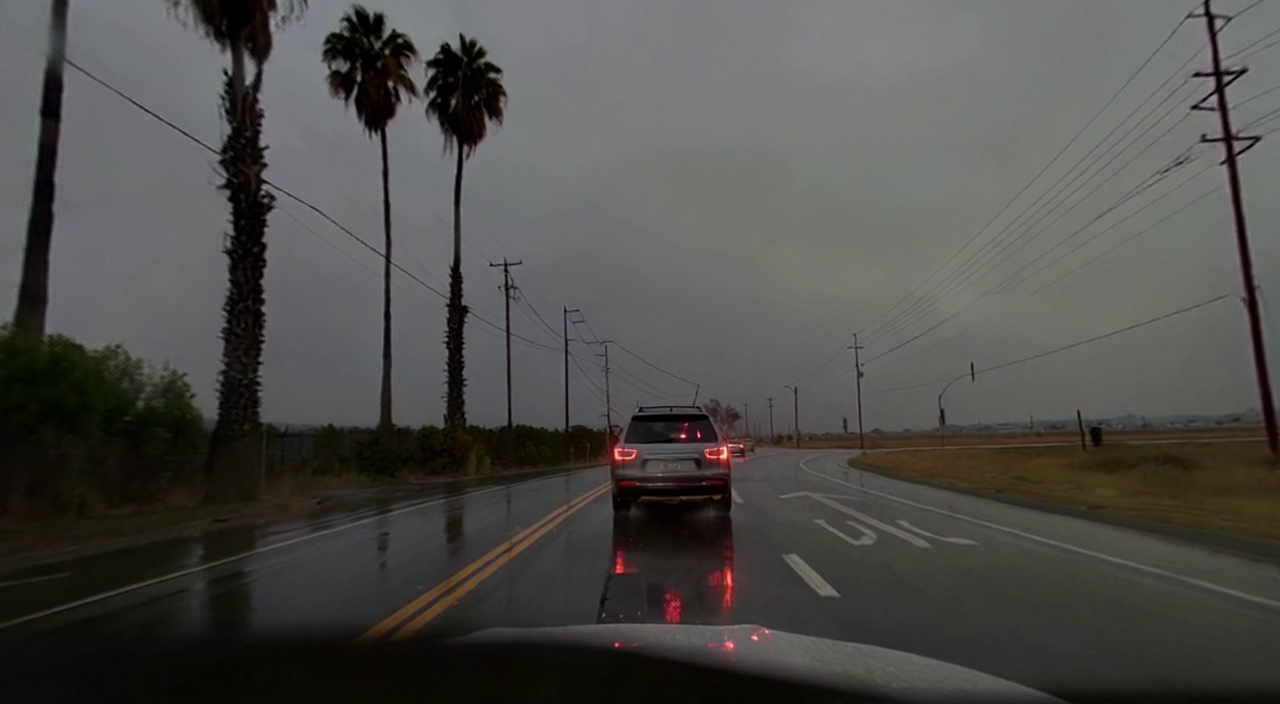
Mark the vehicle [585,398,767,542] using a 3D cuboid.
[{"bbox_3d":[0.469,1.875,10.576,2.364,1.859,4.538,0,-9,0],"label":"vehicle"}]
